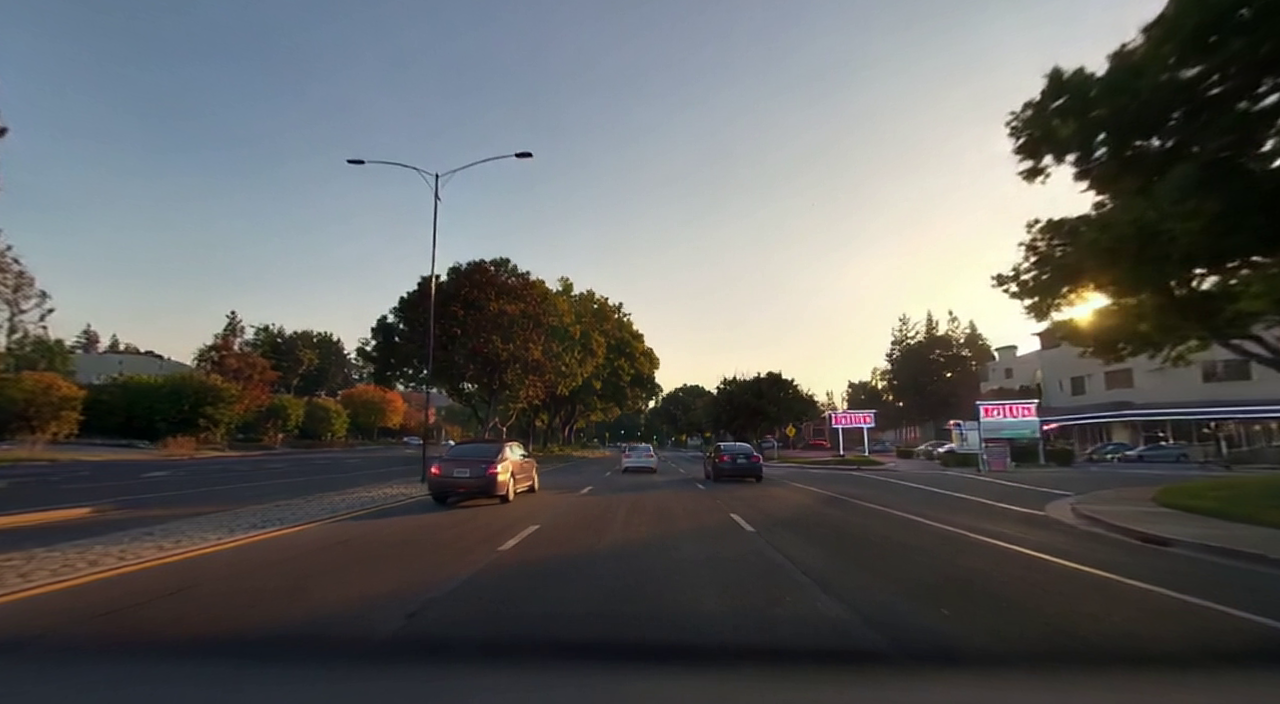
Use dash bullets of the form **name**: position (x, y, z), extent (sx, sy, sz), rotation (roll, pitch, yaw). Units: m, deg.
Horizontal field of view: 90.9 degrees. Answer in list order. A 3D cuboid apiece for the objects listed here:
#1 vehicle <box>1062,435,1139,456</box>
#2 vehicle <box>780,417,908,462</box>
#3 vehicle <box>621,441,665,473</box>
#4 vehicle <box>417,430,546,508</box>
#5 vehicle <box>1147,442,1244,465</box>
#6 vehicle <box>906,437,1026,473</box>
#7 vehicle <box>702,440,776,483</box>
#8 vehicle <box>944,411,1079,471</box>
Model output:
- **vehicle**: position (34.885, 7.112, 47.810), extent (4.434, 1.514, 1.763), rotation (0, -8, 0)
- **vehicle**: position (14.965, 6.548, 46.832), extent (8.343, 3.028, 3.002), rotation (-1, -10, 3)
- **vehicle**: position (0.172, 5.245, 31.673), extent (2.059, 1.477, 4.216), rotation (0, -8, 1)
- **vehicle**: position (-3.647, 2.772, 15.357), extent (1.995, 1.607, 4.086), rotation (0, -8, 1)
- **vehicle**: position (34.390, 6.290, 39.102), extent (4.212, 1.423, 1.764), rotation (-1, -8, 2)
- **vehicle**: position (15.402, 4.896, 30.055), extent (4.578, 1.620, 2.047), rotation (-2, -9, 11)
- **vehicle**: position (3.654, 4.138, 24.142), extent (2.012, 1.462, 4.400), rotation (0, -8, -1)
- **vehicle**: position (21.873, 5.347, 37.848), extent (2.928, 3.123, 8.236), rotation (-1, -8, -1)
